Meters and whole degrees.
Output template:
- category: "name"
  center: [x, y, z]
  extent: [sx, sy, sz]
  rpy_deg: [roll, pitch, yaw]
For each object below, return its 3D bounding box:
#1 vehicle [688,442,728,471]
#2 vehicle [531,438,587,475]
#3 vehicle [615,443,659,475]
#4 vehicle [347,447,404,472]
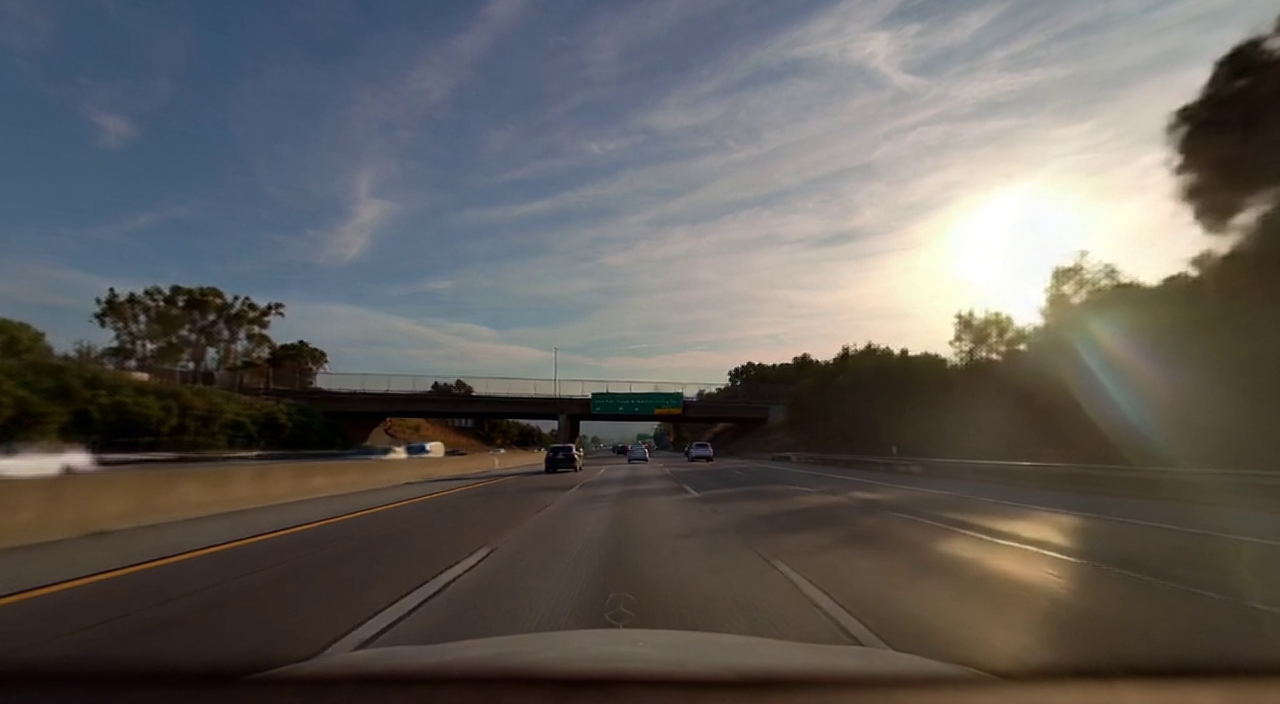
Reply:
- category: "vehicle"
  center: [4.029, 6.226, 37.954]
  extent: [1.936, 1.625, 3.991]
  rpy_deg: [0, -9, 0]
- category: "vehicle"
  center: [-4.031, 5.286, 32.182]
  extent: [2.113, 1.756, 4.471]
  rpy_deg: [0, -9, 2]
- category: "vehicle"
  center: [-0.127, 5.419, 32.256]
  extent: [2.075, 1.486, 4.007]
  rpy_deg: [0, -9, 0]
- category: "vehicle"
  center: [-16.447, 6.680, 39.493]
  extent: [1.841, 1.476, 3.867]
  rpy_deg: [0, -9, 0]
